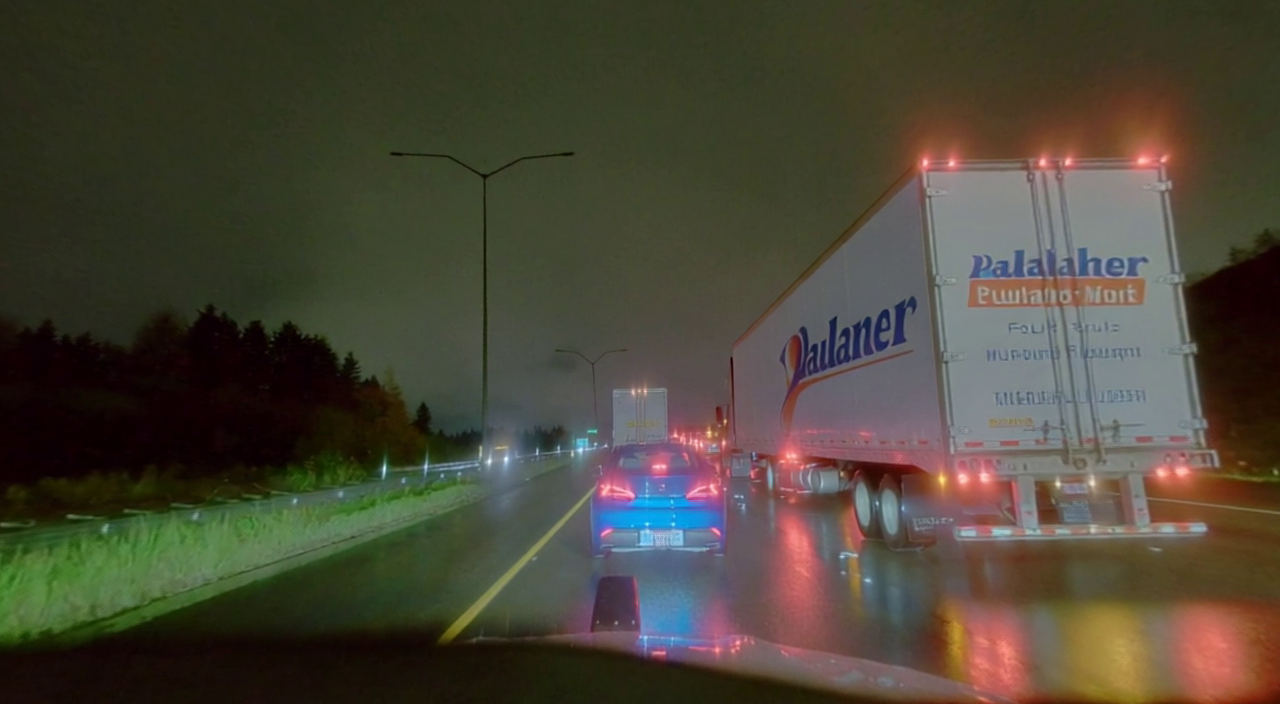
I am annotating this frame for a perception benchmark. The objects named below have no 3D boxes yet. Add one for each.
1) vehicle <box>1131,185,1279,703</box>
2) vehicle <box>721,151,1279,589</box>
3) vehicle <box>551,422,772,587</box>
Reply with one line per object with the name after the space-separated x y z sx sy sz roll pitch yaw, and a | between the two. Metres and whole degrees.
4.731 0.111 0.640 2.892 2.615 6.650 0 -8 -2 | vehicle
4.193 1.062 12.938 2.827 4.081 14.305 0 -8 -1 | vehicle
0.183 1.674 7.697 2.045 1.490 3.597 -1 -8 0 | vehicle
